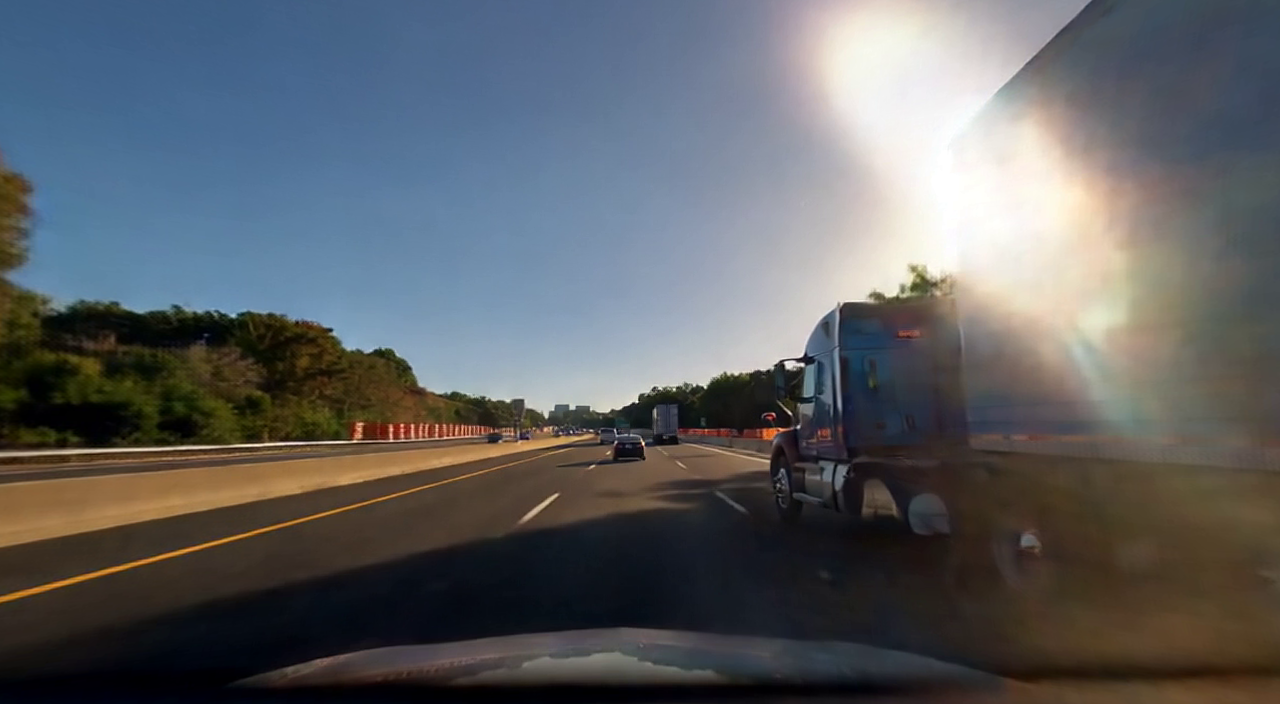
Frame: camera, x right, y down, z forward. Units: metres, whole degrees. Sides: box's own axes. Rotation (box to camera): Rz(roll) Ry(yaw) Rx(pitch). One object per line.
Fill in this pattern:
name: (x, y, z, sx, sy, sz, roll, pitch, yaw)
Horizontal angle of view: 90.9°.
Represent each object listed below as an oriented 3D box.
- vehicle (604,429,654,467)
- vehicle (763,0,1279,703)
vehicle: (-0.464, 3.989, 26.416, 1.929, 1.469, 3.677, 0, -8, -1)
vehicle: (3.494, 0.094, 4.152, 2.919, 3.634, 10.888, 0, -8, -1)
